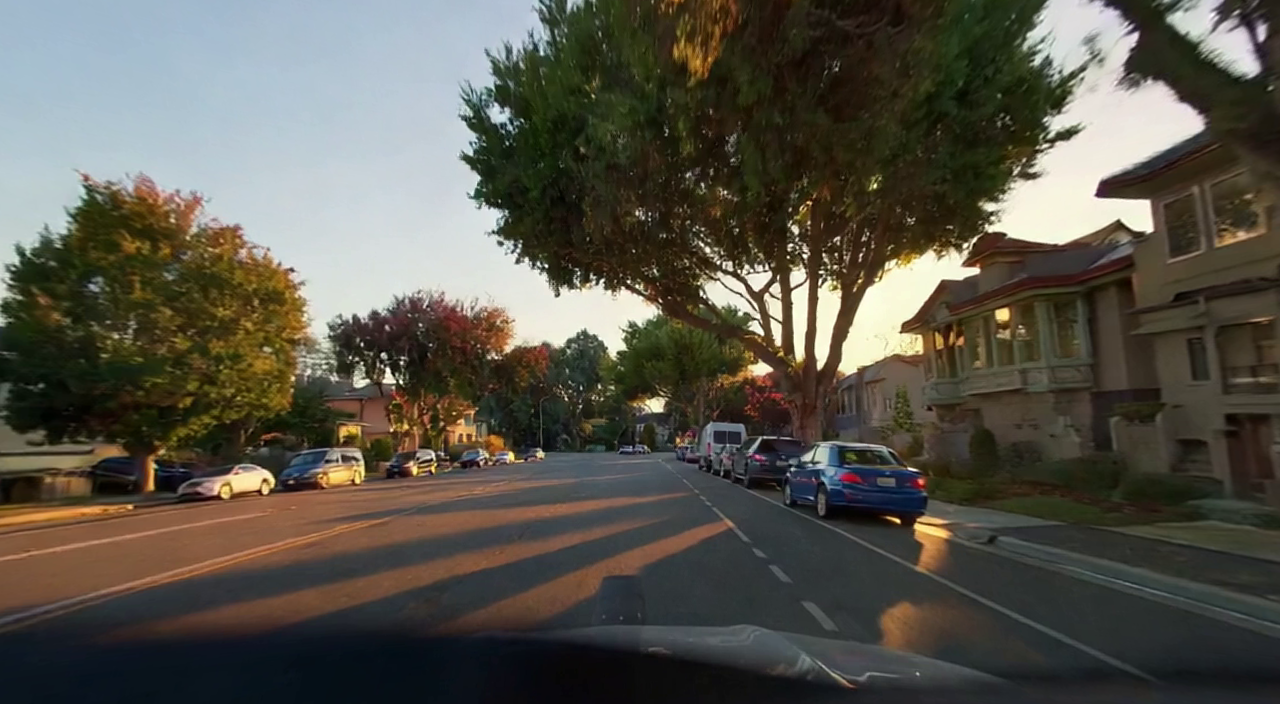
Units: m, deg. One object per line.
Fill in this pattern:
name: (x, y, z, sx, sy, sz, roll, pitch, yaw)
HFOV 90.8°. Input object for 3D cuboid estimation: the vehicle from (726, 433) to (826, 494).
vehicle: (4.201, 3.524, 20.329, 2.067, 1.706, 4.506, 0, -9, -2)

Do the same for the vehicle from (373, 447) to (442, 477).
vehicle: (-13.680, 6.486, 37.504, 2.045, 1.636, 5.214, 0, -8, 1)

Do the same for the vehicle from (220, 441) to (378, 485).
vehicle: (-15.384, 5.034, 28.823, 5.783, 1.904, 2.289, 0, -9, -3)

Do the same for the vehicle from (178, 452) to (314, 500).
vehicle: (-13.640, 4.277, 22.246, 2.141, 1.463, 4.245, 0, -8, -2)

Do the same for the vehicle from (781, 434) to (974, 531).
vehicle: (4.262, 2.389, 12.203, 1.862, 1.515, 4.233, 0, -9, -4)

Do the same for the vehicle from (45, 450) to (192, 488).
vehicle: (-21.287, 4.769, 25.959, 4.112, 1.474, 2.134, 0, -9, -2)
